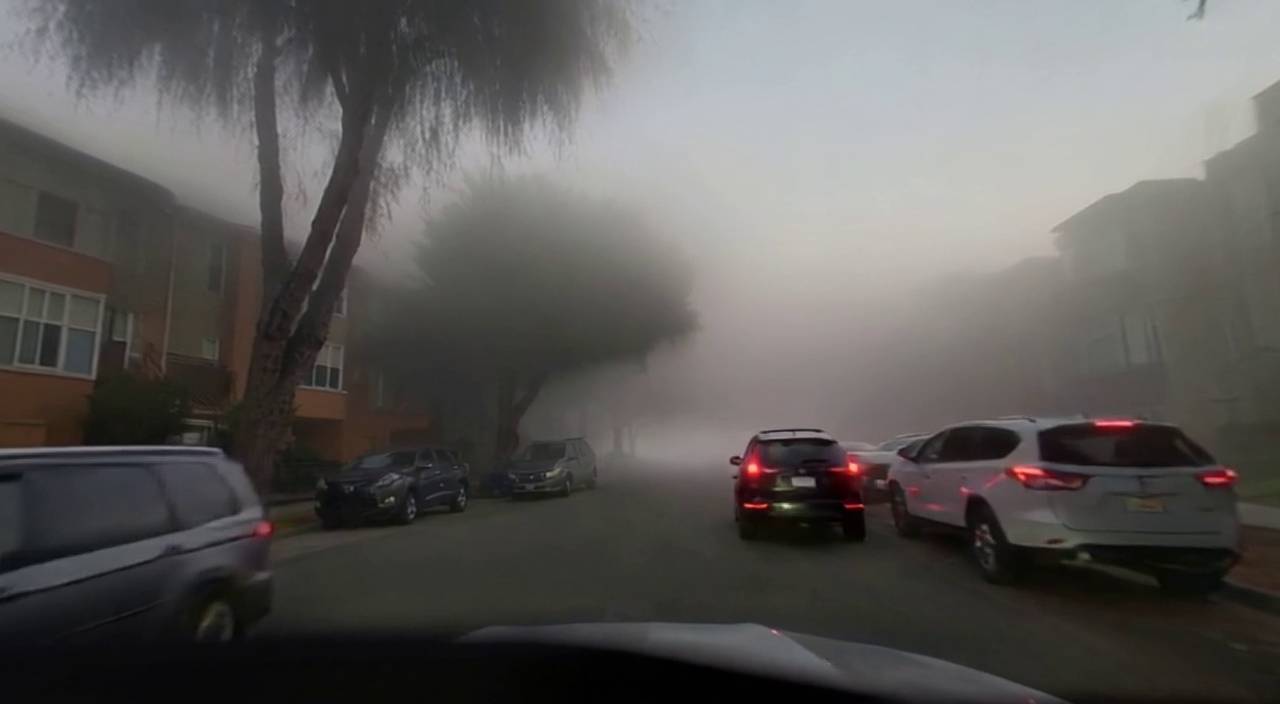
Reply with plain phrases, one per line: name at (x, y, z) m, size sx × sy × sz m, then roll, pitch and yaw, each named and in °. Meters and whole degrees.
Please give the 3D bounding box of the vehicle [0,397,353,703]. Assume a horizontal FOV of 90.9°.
vehicle at (-3.712, 1.130, 3.248) m, size 2.018 × 1.691 × 3.995 m, roll -2°, pitch -9°, yaw 11°

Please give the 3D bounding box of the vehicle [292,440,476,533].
vehicle at (-5.637, 2.980, 14.685) m, size 2.002 × 1.774 × 4.568 m, roll -1°, pitch -9°, yaw 6°

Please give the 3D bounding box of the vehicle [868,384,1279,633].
vehicle at (4.479, 1.524, 7.276) m, size 2.082 × 1.799 × 5.207 m, roll -1°, pitch -8°, yaw 4°

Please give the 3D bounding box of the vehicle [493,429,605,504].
vehicle at (-2.664, 3.542, 19.971) m, size 2.197 × 2.047 × 4.985 m, roll -1°, pitch -9°, yaw 8°

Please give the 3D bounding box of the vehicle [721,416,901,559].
vehicle at (2.403, 2.035, 10.339) m, size 2.055 × 1.717 × 5.172 m, roll -1°, pitch -9°, yaw 7°
